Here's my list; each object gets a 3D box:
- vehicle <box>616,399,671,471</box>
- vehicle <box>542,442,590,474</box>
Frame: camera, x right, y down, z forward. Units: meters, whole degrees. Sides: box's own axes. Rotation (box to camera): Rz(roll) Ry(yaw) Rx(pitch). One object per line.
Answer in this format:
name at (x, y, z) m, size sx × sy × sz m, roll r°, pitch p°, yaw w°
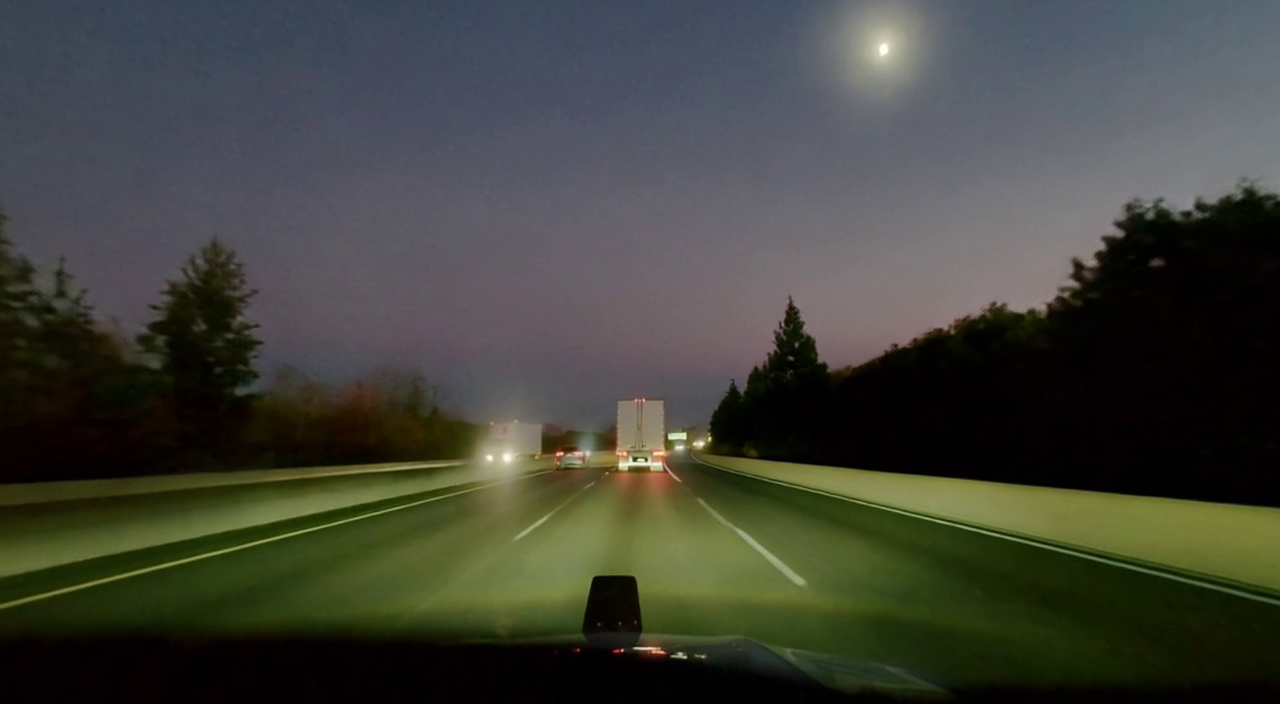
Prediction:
vehicle at (0.164, 5.590, 41.328) m, size 3.100 × 4.091 × 10.664 m, roll 0°, pitch -9°, yaw 0°
vehicle at (-3.992, 5.810, 34.609) m, size 2.112 × 1.645 × 4.129 m, roll 0°, pitch -9°, yaw 0°
